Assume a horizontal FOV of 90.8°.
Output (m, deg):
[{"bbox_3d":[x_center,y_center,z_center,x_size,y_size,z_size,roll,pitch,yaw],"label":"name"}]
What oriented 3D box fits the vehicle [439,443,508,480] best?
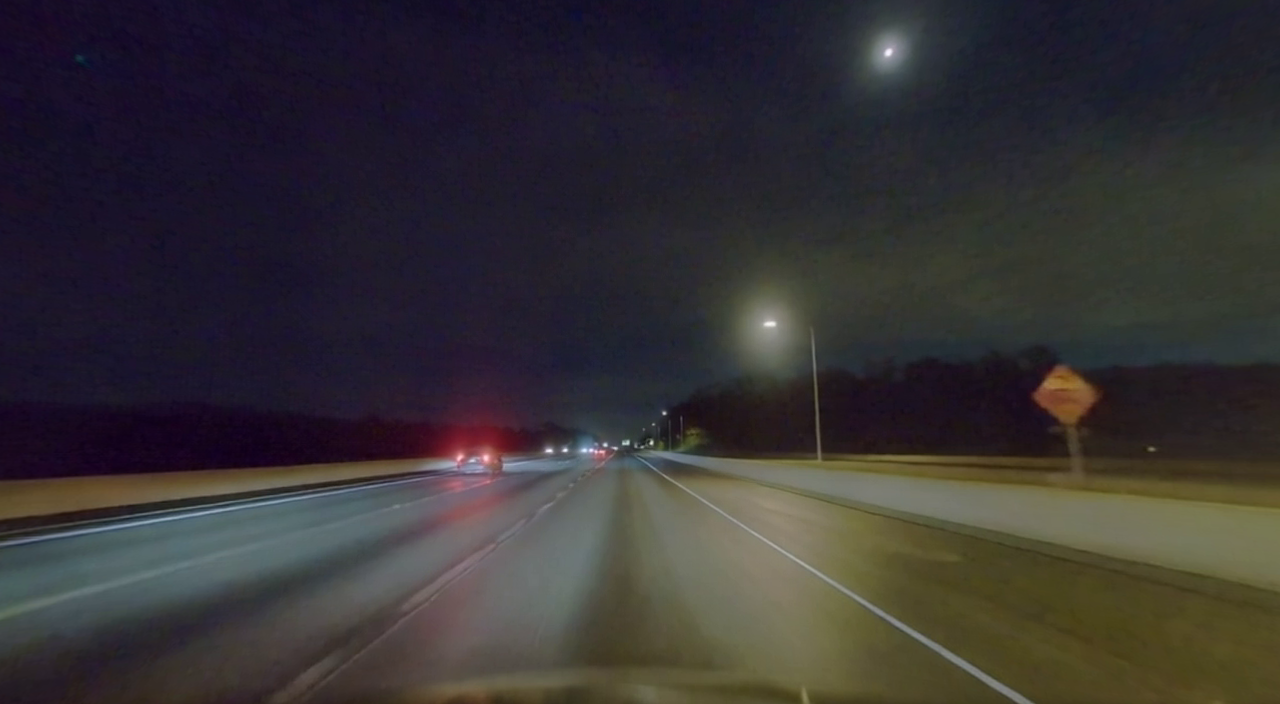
[{"bbox_3d":[-7.686,5.096,29.563,2.098,1.606,4.227,0,-9,0],"label":"vehicle"}]
